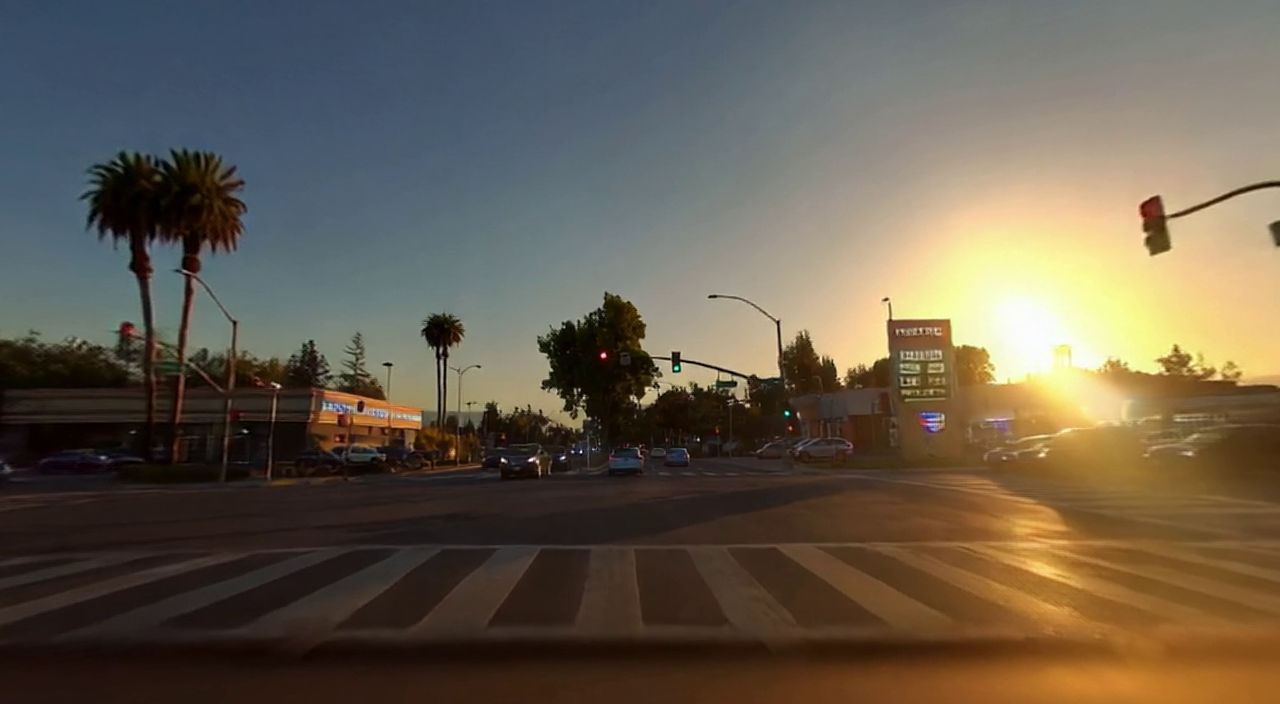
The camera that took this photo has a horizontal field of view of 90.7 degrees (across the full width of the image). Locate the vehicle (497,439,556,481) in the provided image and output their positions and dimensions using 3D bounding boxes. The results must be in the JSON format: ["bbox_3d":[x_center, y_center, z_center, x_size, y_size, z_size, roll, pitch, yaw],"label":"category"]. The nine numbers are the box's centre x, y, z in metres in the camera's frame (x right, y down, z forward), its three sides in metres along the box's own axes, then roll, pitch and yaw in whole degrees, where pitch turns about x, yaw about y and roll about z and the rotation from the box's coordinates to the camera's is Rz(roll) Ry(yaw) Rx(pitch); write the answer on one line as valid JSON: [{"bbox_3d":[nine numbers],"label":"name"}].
[{"bbox_3d":[-5.297,5.041,30.008,2.032,1.747,4.479,-2,-8,-1],"label":"vehicle"}]

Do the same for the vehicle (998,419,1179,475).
[{"bbox_3d":[17.072,3.646,24.341,5.173,1.976,2.223,0,-9,0],"label":"vehicle"}]

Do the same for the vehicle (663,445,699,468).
[{"bbox_3d":[2.803,7.268,44.222,2.060,1.471,4.168,0,-9,-2],"label":"vehicle"}]

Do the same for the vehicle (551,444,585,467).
[{"bbox_3d":[-5.367,7.762,47.675,2.060,1.643,4.359,-1,-9,1],"label":"vehicle"}]

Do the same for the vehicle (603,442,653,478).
[{"bbox_3d":[-0.567,4.995,29.522,2.160,1.508,4.319,0,-9,-1],"label":"vehicle"}]

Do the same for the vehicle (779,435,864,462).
[{"bbox_3d":[13.478,7.230,47.236,5.718,1.911,2.088,0,-9,-2],"label":"vehicle"}]

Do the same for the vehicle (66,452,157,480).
[{"bbox_3d":[-33.867,7.285,40.745,1.913,1.638,4.553,0,-9,0],"label":"vehicle"}]
